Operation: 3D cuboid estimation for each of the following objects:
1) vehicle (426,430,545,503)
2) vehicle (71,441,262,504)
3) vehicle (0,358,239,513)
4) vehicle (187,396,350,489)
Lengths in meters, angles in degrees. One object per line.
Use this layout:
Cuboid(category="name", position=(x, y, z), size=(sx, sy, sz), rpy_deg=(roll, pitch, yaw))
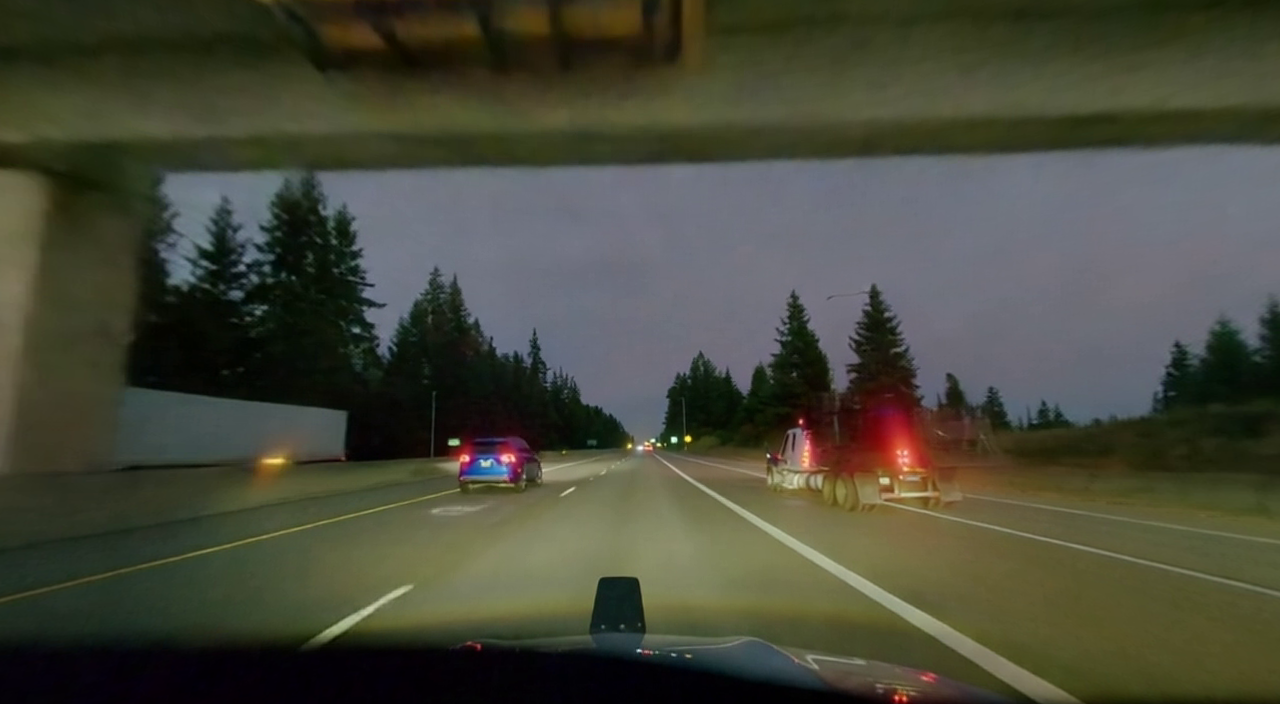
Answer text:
Cuboid(category="vehicle", position=(-4.100, 3.102, 17.594), size=(2.084, 1.752, 4.479), rpy_deg=(0, -8, 1))
Cuboid(category="vehicle", position=(-13.364, 3.377, 18.289), size=(1.804, 1.556, 4.752), rpy_deg=(0, -8, 0))
Cuboid(category="vehicle", position=(-17.942, 2.785, 20.472), size=(2.967, 3.942, 10.400), rpy_deg=(0, -8, 0))
Cuboid(category="vehicle", position=(-17.820, 4.466, 31.181), size=(2.829, 3.952, 8.217), rpy_deg=(0, -8, 1))
